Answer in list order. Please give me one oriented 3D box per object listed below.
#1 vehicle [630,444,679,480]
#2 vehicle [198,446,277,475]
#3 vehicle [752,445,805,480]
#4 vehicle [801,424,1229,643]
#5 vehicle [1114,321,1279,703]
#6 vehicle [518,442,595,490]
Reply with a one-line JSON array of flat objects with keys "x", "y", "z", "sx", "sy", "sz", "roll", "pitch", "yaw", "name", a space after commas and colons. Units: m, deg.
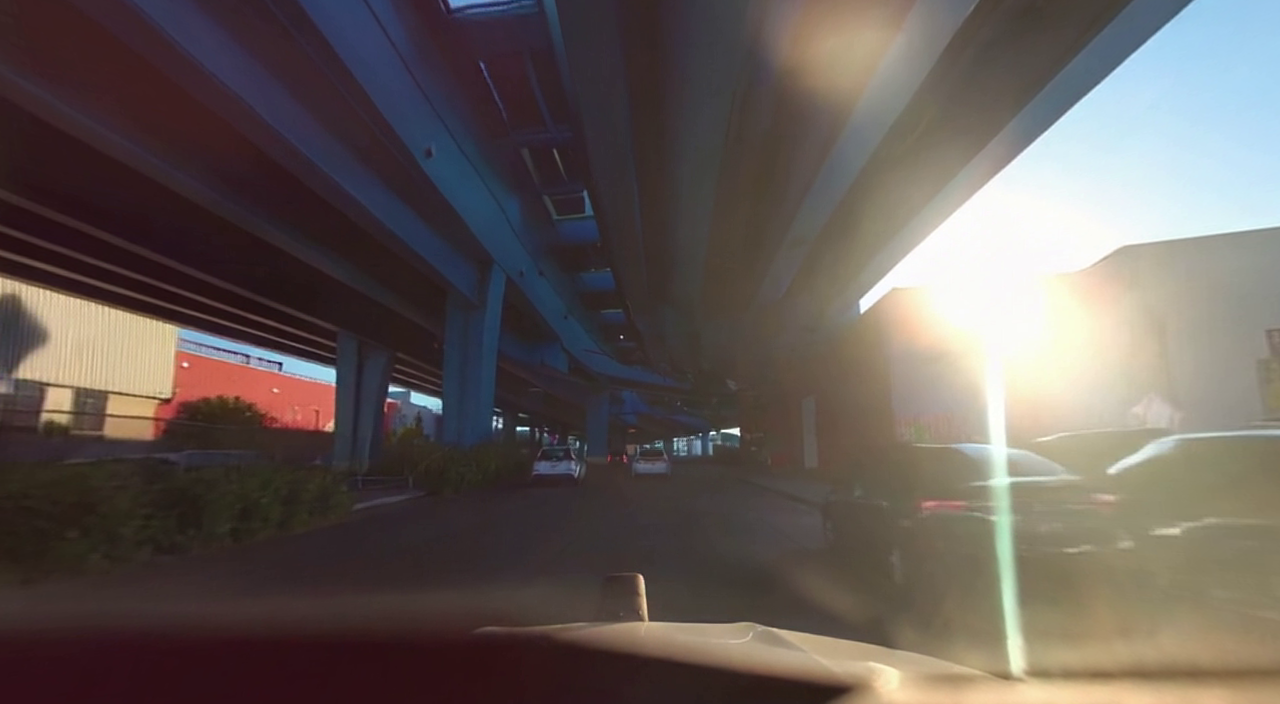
[{"x": 0.684, "y": 5.151, "z": 29.679, "sx": 2.155, "sy": 1.571, "sz": 3.734, "roll": 0, "pitch": -9, "yaw": 2, "name": "vehicle"}, {"x": -27.588, "y": 7.442, "z": 43.575, "sx": 2.174, "sy": 1.824, "sz": 4.764, "roll": 1, "pitch": -9, "yaw": 2, "name": "vehicle"}, {"x": 6.905, "y": 5.524, "z": 31.817, "sx": 2.023, "sy": 1.627, "sz": 3.971, "roll": 0, "pitch": -9, "yaw": 4, "name": "vehicle"}, {"x": 3.386, "y": 1.713, "z": 7.115, "sx": 2.090, "sy": 1.575, "sz": 4.690, "roll": 0, "pitch": -9, "yaw": 2, "name": "vehicle"}, {"x": 3.336, "y": 0.575, "z": 0.872, "sx": 2.043, "sy": 1.796, "sz": 4.242, "roll": 0, "pitch": -9, "yaw": 1, "name": "vehicle"}, {"x": -2.897, "y": 4.072, "z": 22.869, "sx": 2.024, "sy": 1.533, "sz": 4.549, "roll": 0, "pitch": -9, "yaw": 2, "name": "vehicle"}]
